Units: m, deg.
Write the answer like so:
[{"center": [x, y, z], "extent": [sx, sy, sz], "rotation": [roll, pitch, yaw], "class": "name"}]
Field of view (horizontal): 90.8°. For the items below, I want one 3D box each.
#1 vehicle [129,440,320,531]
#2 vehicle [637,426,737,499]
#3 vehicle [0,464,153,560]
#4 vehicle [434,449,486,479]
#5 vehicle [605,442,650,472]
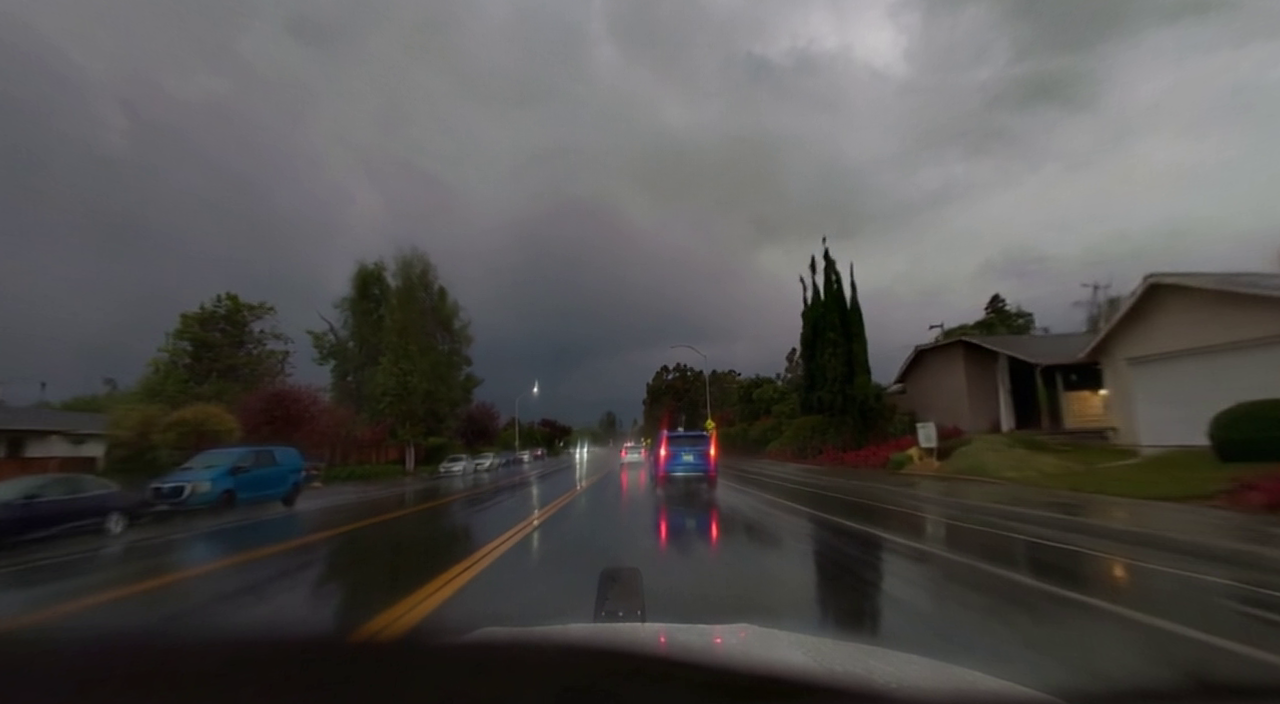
[{"center": [-12.203, 3.845, 19.134], "extent": [2.504, 2.031, 5.237], "rotation": [-6, -7, -3], "class": "vehicle"}, {"center": [1.145, 3.034, 17.843], "extent": [2.200, 1.763, 4.676], "rotation": [0, -8, -3], "class": "vehicle"}, {"center": [-12.152, 3.111, 12.211], "extent": [1.897, 1.498, 4.628], "rotation": [-5, -8, -1], "class": "vehicle"}, {"center": [-12.386, 7.733, 43.912], "extent": [2.150, 1.644, 5.120], "rotation": [-5, -8, -1], "class": "vehicle"}, {"center": [-0.636, 5.375, 32.583], "extent": [2.196, 1.449, 4.006], "rotation": [0, -8, -1], "class": "vehicle"}]
